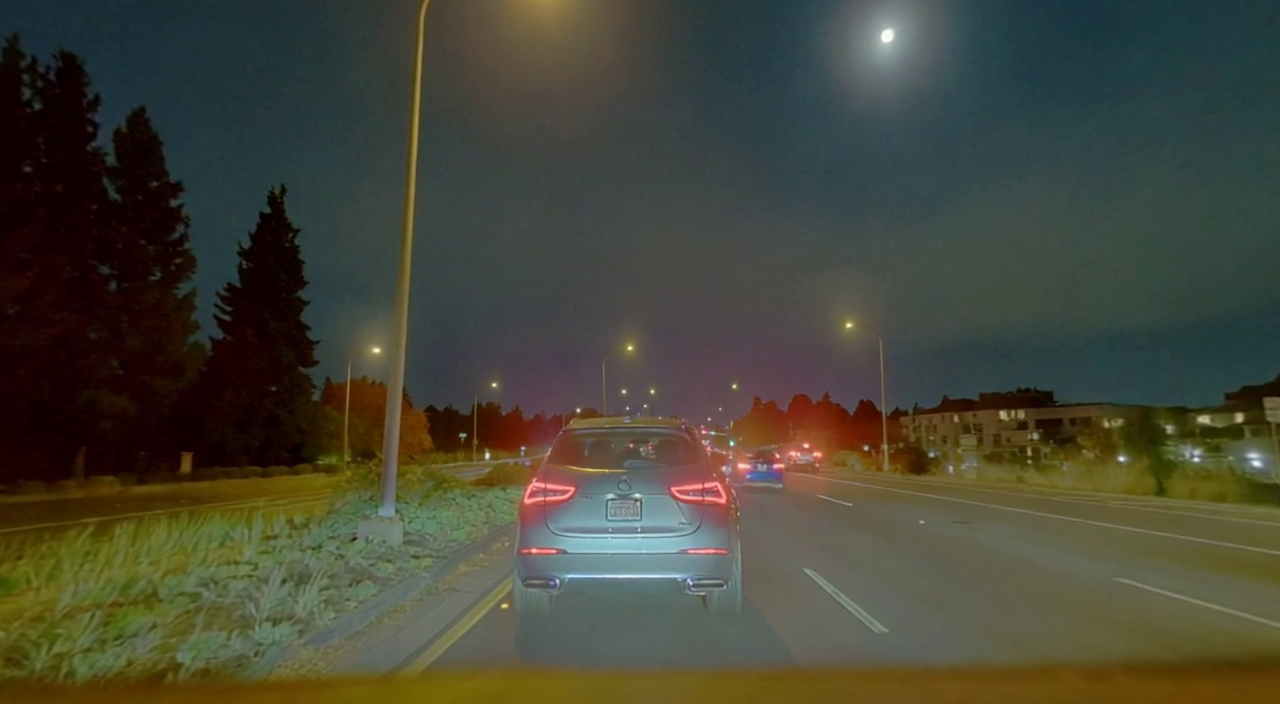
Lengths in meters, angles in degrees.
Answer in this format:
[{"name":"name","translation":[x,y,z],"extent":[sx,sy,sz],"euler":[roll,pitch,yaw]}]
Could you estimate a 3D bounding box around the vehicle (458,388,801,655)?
[{"name":"vehicle","translation":[-0.080,1.383,6.110],"extent":[2.172,1.694,4.055],"euler":[0,-9,0]}]
